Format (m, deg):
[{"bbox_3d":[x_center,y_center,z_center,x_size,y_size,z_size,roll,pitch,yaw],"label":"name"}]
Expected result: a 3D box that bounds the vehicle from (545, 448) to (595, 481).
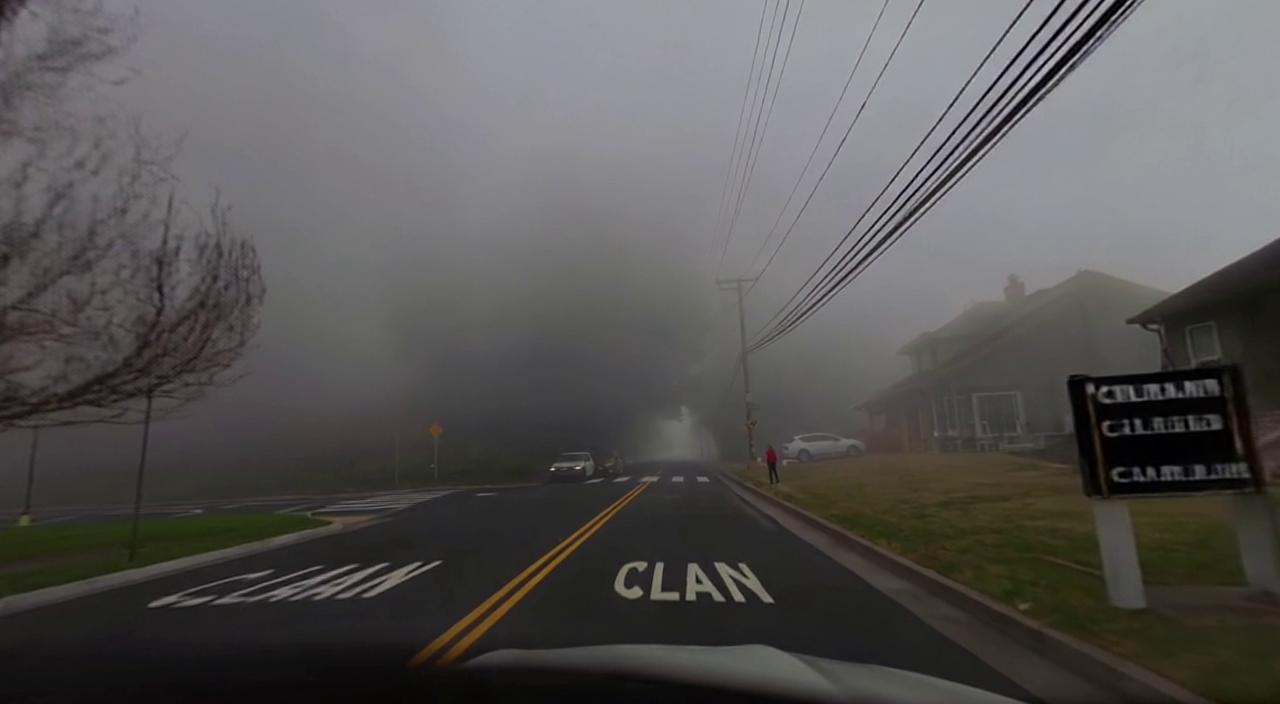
[{"bbox_3d":[-4.062,6.645,37.538,2.203,1.787,4.704,-1,-8,3],"label":"vehicle"}]
